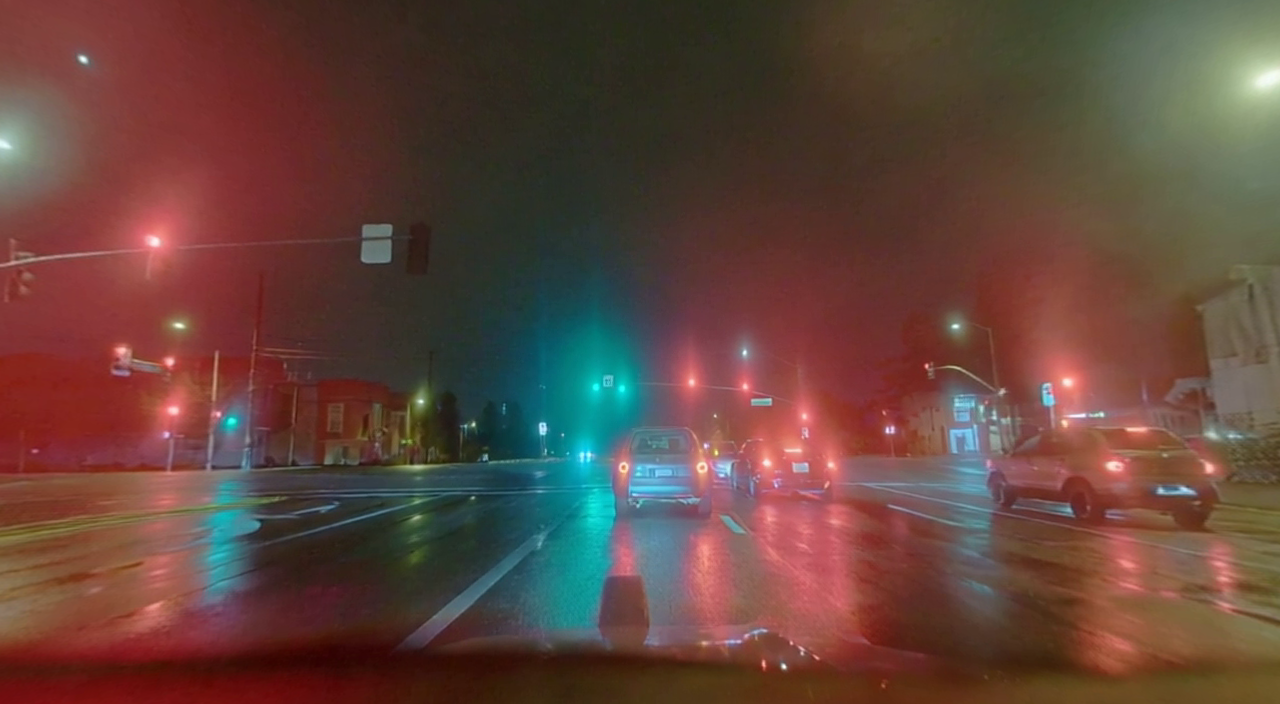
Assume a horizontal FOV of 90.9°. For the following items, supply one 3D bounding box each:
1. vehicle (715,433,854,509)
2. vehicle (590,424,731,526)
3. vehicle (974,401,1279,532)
[{"bbox_3d":[3.001,2.571,14.083,1.994,1.436,4.169,0,-8,-2],"label":"vehicle"},{"bbox_3d":[0.289,2.188,11.801,2.099,1.516,4.681,0,-8,0],"label":"vehicle"},{"bbox_3d":[8.507,2.012,11.635,2.132,1.892,4.851,0,-8,2],"label":"vehicle"}]
